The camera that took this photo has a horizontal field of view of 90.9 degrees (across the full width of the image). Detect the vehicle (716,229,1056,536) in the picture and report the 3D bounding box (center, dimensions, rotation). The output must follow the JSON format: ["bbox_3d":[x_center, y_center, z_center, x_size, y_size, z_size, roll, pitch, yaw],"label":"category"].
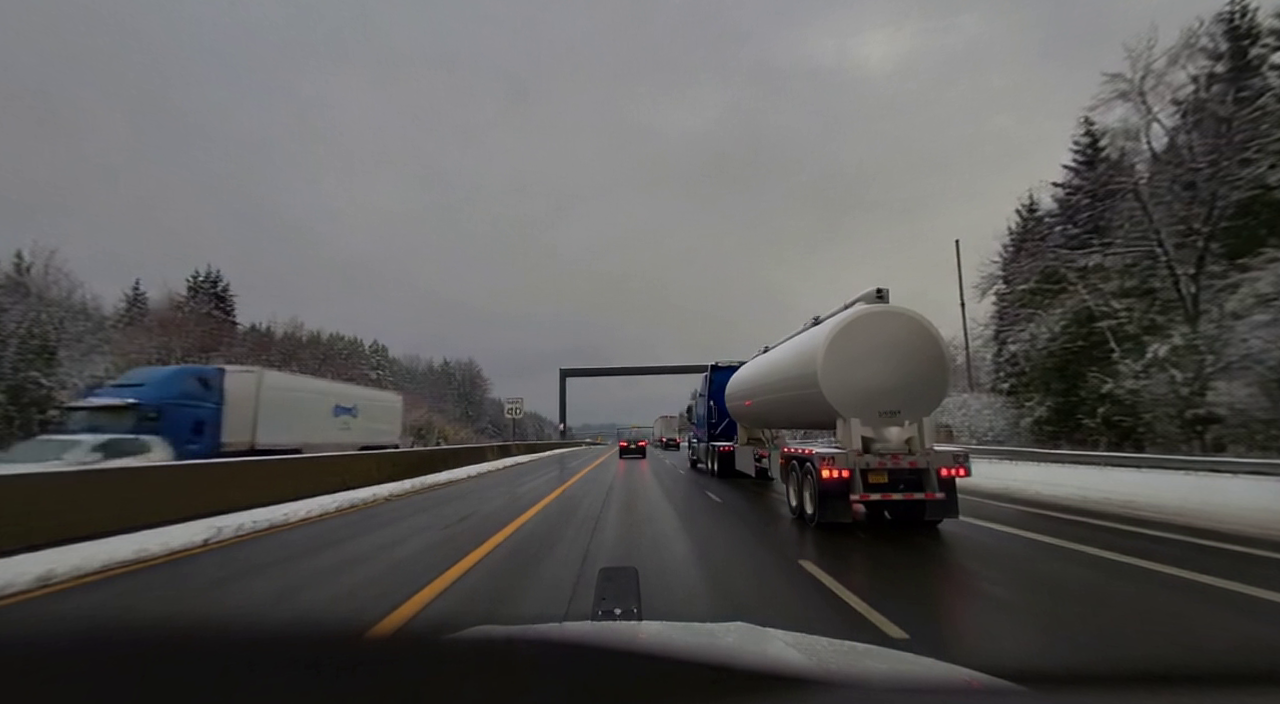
[{"bbox_3d":[3.627,0.946,12.613,2.826,3.905,9.262,0,-8,-1],"label":"vehicle"}]

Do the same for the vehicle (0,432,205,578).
[{"bbox_3d":[-8.565,1.973,8.669,1.991,1.712,4.495,0,-8,-1],"label":"vehicle"}]

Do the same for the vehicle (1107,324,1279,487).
[{"bbox_3d":[17.222,1.357,15.905,2.722,4.038,8.781,2,-8,-13],"label":"vehicle"}]

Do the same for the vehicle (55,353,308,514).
[{"bbox_3d":[-12.996,2.403,18.744,3.003,4.019,5.876,0,-8,-1],"label":"vehicle"}]

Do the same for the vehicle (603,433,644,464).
[{"bbox_3d":[-0.852,4.990,32.727,2.000,1.510,3.518,0,-8,-1],"label":"vehicle"}]
